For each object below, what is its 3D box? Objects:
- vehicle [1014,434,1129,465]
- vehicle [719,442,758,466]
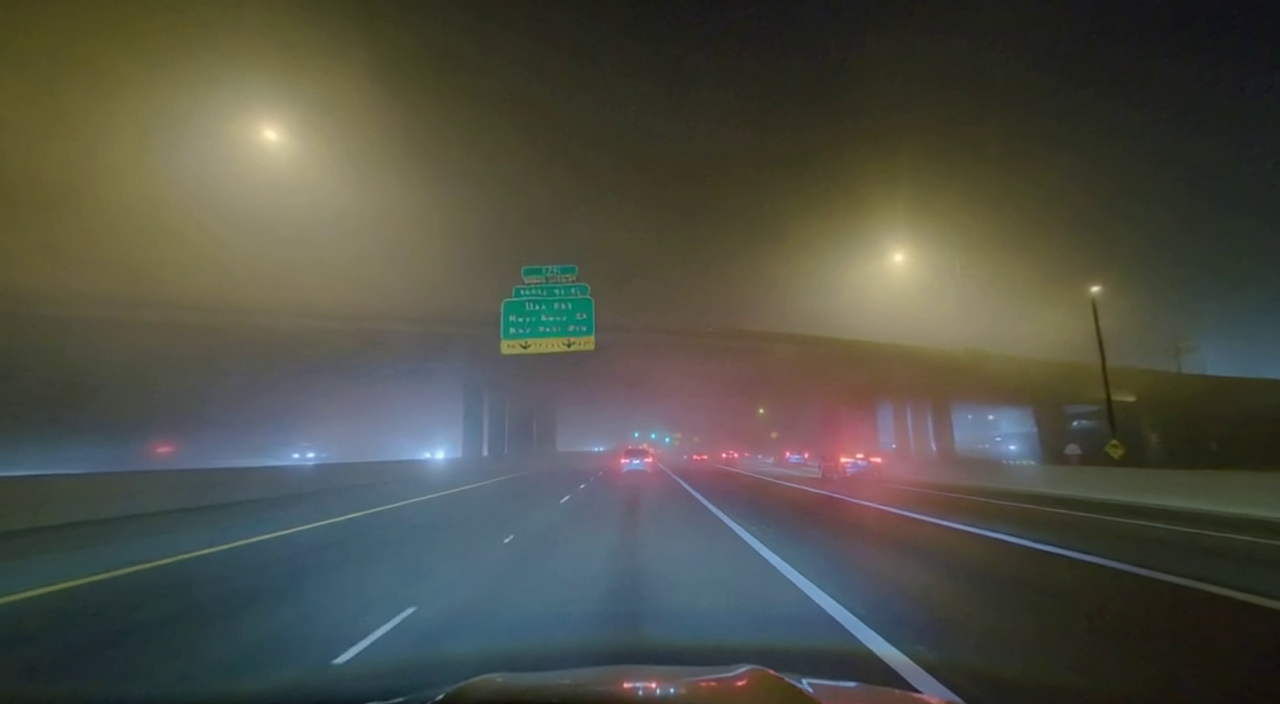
[{"bbox_3d":[22.341,5.082,33.022,1.821,1.479,5.004,2,-8,-12],"label":"vehicle"},{"bbox_3d":[7.058,7.373,45.775,2.075,1.611,4.421,0,-8,-1],"label":"vehicle"}]
